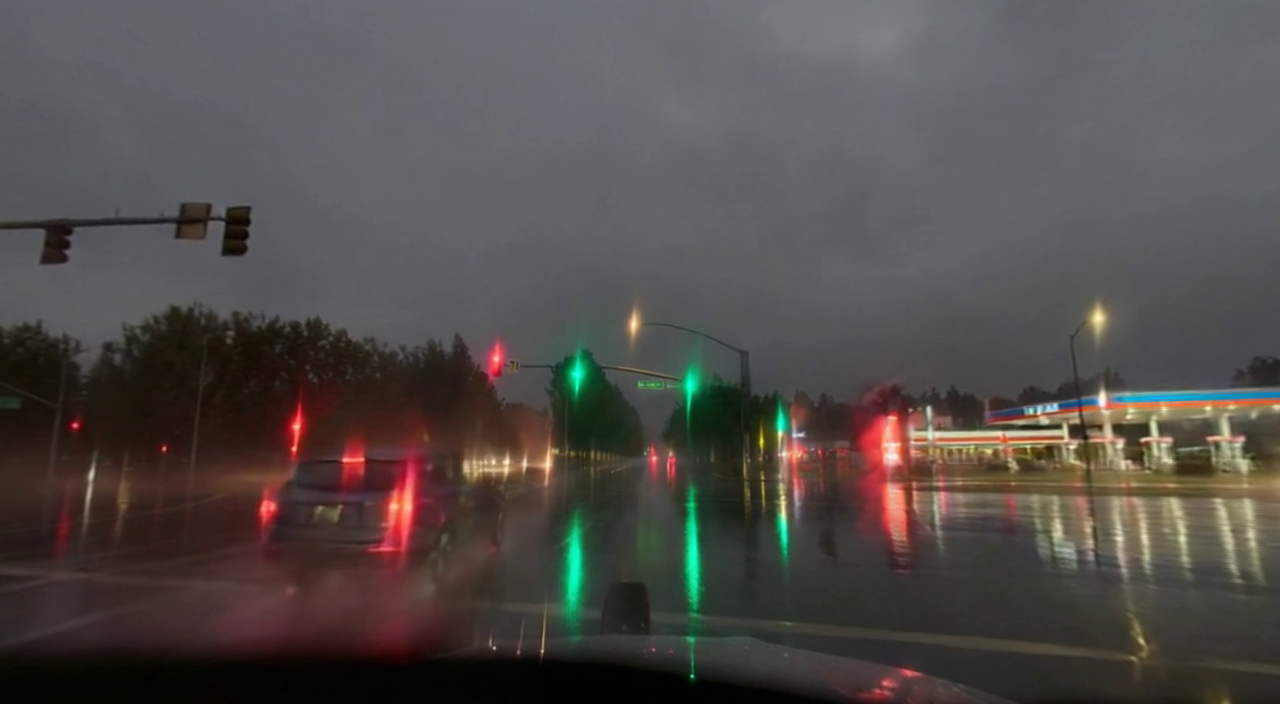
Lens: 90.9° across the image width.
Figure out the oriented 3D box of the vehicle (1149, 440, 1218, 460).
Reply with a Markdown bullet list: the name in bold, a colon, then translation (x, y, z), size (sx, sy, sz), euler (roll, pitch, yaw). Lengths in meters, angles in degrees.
- **vehicle**: translation (40.422, 7.327, 46.905), size (3.518, 1.433, 1.763), euler (1, -9, -5)

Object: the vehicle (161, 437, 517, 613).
- **vehicle**: translation (-3.022, 1.821, 7.705), size (2.041, 1.483, 4.533), euler (0, -9, 1)
